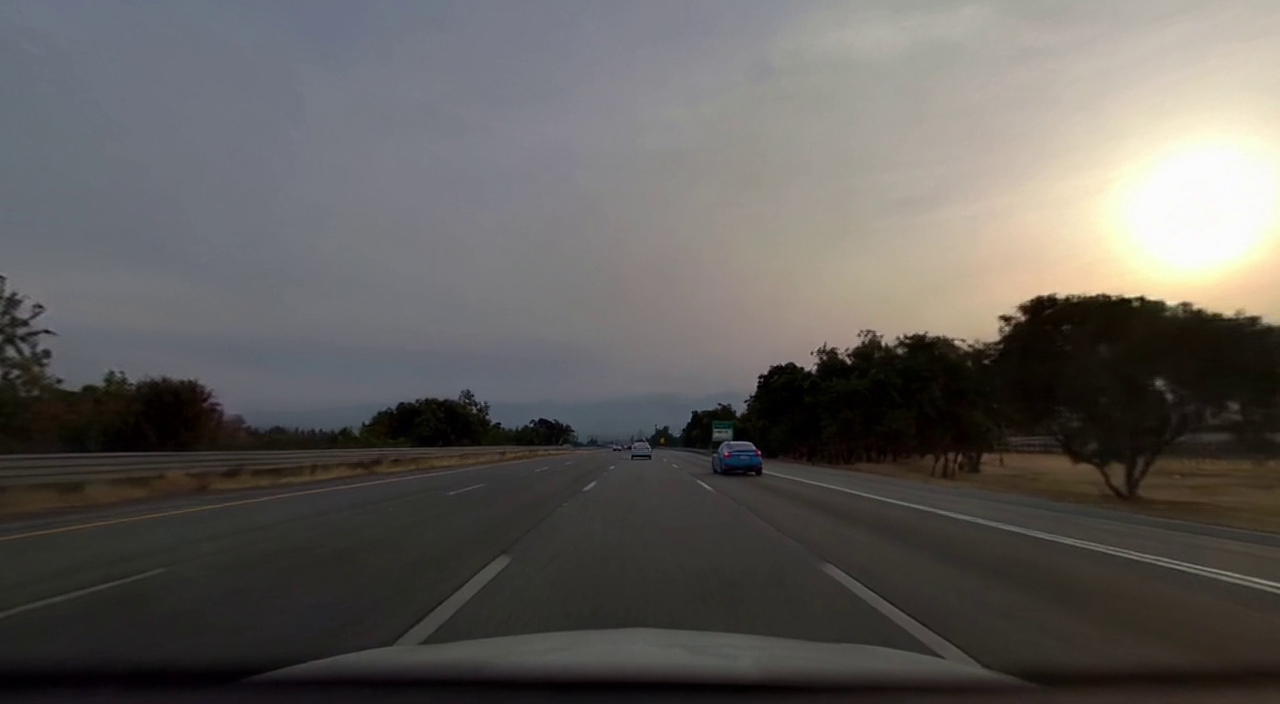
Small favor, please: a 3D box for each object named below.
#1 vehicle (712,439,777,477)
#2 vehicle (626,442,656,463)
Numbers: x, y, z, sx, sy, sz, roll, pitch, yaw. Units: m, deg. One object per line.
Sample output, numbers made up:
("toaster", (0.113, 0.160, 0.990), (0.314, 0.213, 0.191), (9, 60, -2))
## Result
("vehicle", (4.477, 4.606, 27.585), (2.008, 1.524, 4.598), (0, -8, -1))
("vehicle", (0.066, 7.335, 45.777), (2.052, 1.449, 3.857), (0, -8, 0))
